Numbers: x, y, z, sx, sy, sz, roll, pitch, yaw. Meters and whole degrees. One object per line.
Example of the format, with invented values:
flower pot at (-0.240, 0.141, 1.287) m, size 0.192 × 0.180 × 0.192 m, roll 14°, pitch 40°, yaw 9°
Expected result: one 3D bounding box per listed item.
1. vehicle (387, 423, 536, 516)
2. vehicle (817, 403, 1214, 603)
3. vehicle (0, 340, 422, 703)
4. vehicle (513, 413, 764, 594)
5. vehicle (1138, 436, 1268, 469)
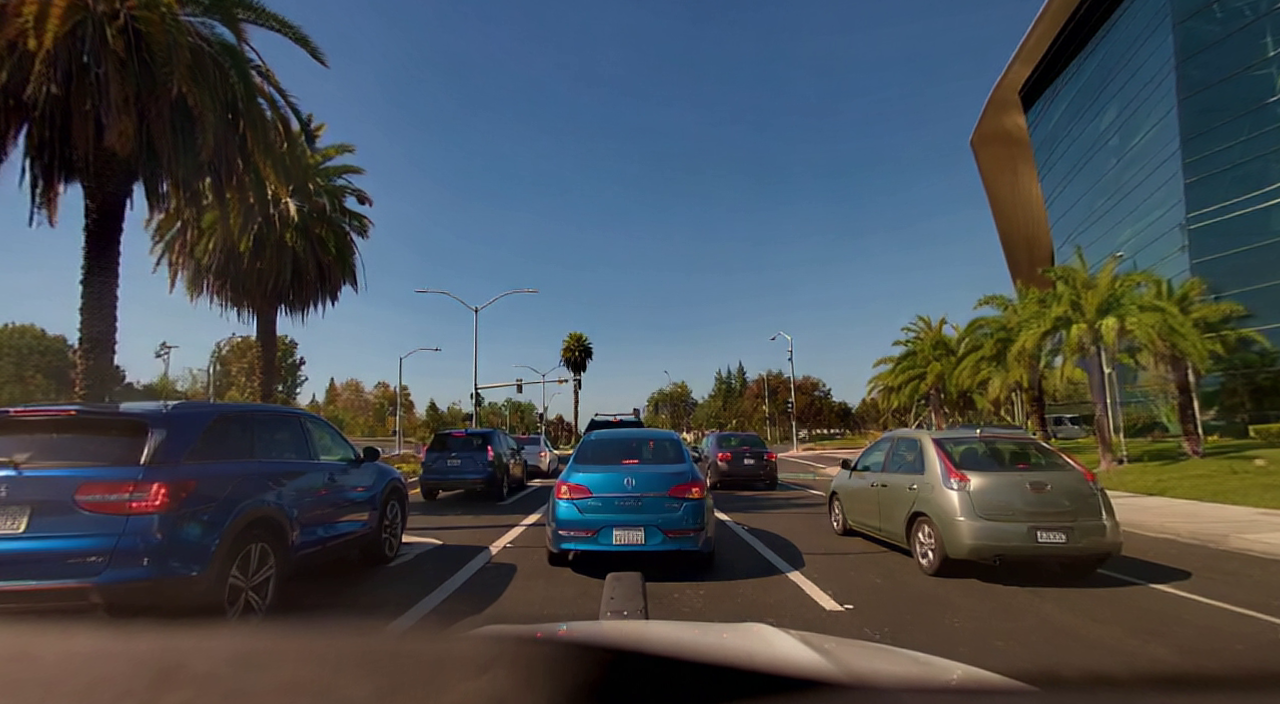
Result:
vehicle at (-3.465, 2.353, 13.073) m, size 1.917 × 1.631 × 3.768 m, roll 0°, pitch -8°, yaw 1°
vehicle at (3.842, 1.620, 7.675) m, size 2.064 × 1.696 × 4.431 m, roll 0°, pitch -8°, yaw 0°
vehicle at (-3.536, 1.141, 5.099) m, size 2.014 × 1.775 × 4.404 m, roll 0°, pitch -8°, yaw -1°
vehicle at (-0.053, 1.660, 7.808) m, size 2.219 × 1.586 × 4.321 m, roll 0°, pitch -8°, yaw -1°
vehicle at (25.466, 4.548, 28.637) m, size 4.014 × 1.417 × 1.777 m, roll -1°, pitch -8°, yaw 5°
